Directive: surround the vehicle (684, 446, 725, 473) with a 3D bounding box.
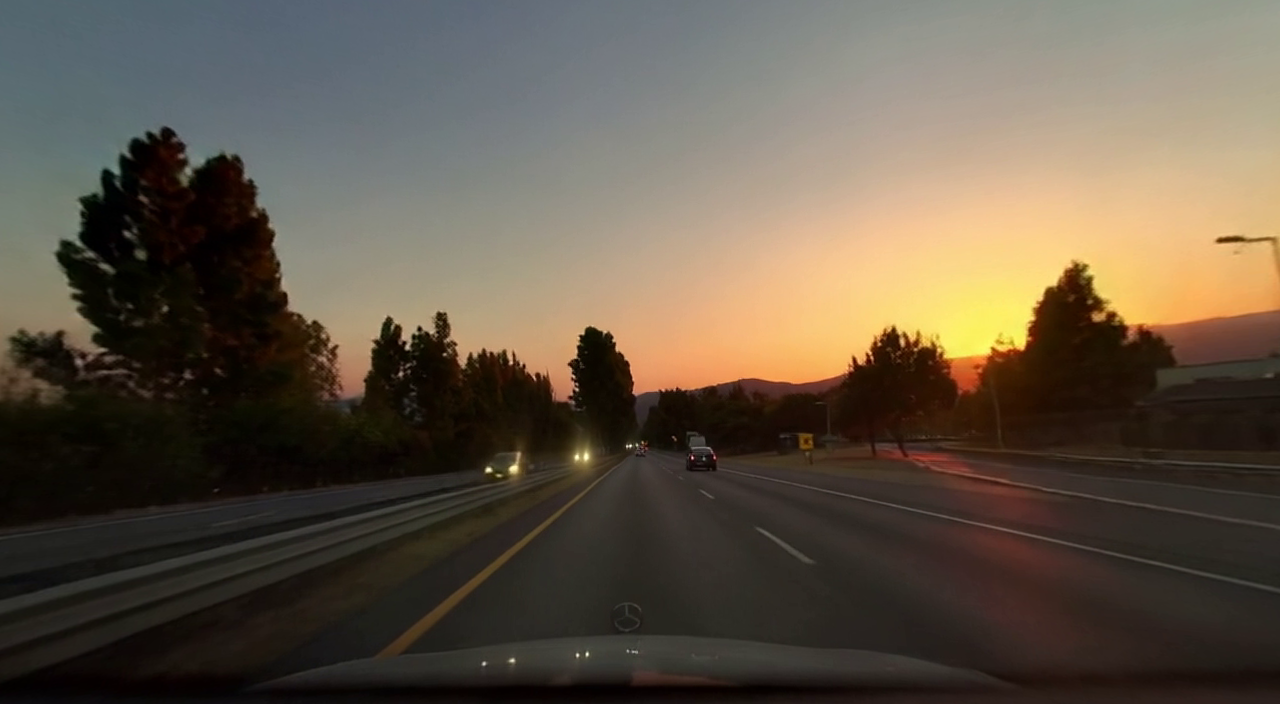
[{"bbox_3d":[3.934,6.634,39.135,2.013,1.584,3.995,0,-9,-1],"label":"vehicle"}]

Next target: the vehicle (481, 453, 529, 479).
[{"bbox_3d":[-8.623,7.297,40.614,2.067,1.551,4.326,0,-9,1],"label":"vehicle"}]
